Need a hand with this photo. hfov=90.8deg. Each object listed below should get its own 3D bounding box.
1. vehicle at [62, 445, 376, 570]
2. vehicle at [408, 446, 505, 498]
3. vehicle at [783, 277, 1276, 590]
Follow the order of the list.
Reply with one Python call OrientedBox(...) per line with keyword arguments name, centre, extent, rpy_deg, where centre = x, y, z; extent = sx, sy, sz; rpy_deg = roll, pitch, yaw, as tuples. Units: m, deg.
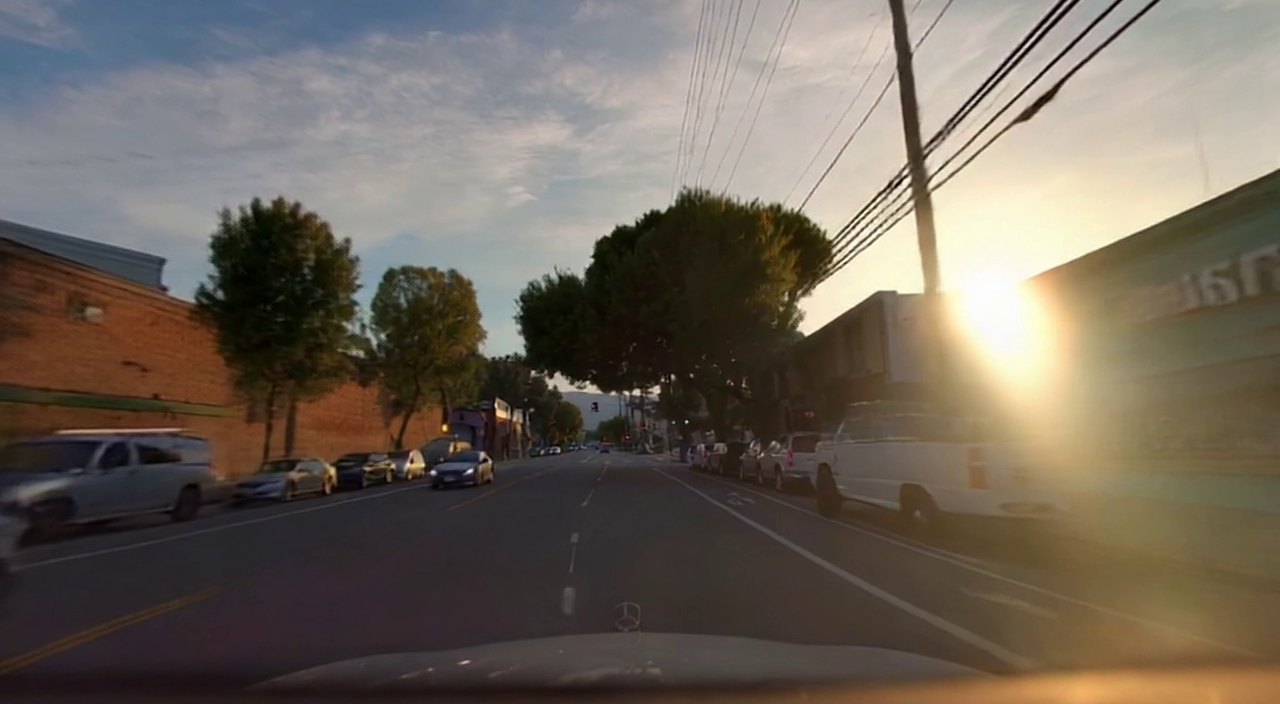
OrientedBox(name="vehicle", centre=(-5.992, 2.200, 9.843), extent=(1.845, 1.469, 4.413), rpy_deg=(0, -8, 0))
OrientedBox(name="vehicle", centre=(-5.813, 3.810, 20.598), extent=(1.925, 1.479, 4.444), rpy_deg=(0, -8, -2))
OrientedBox(name="vehicle", centre=(4.846, 1.331, 10.316), extent=(2.815, 3.203, 7.558), rpy_deg=(0, -8, -3))
